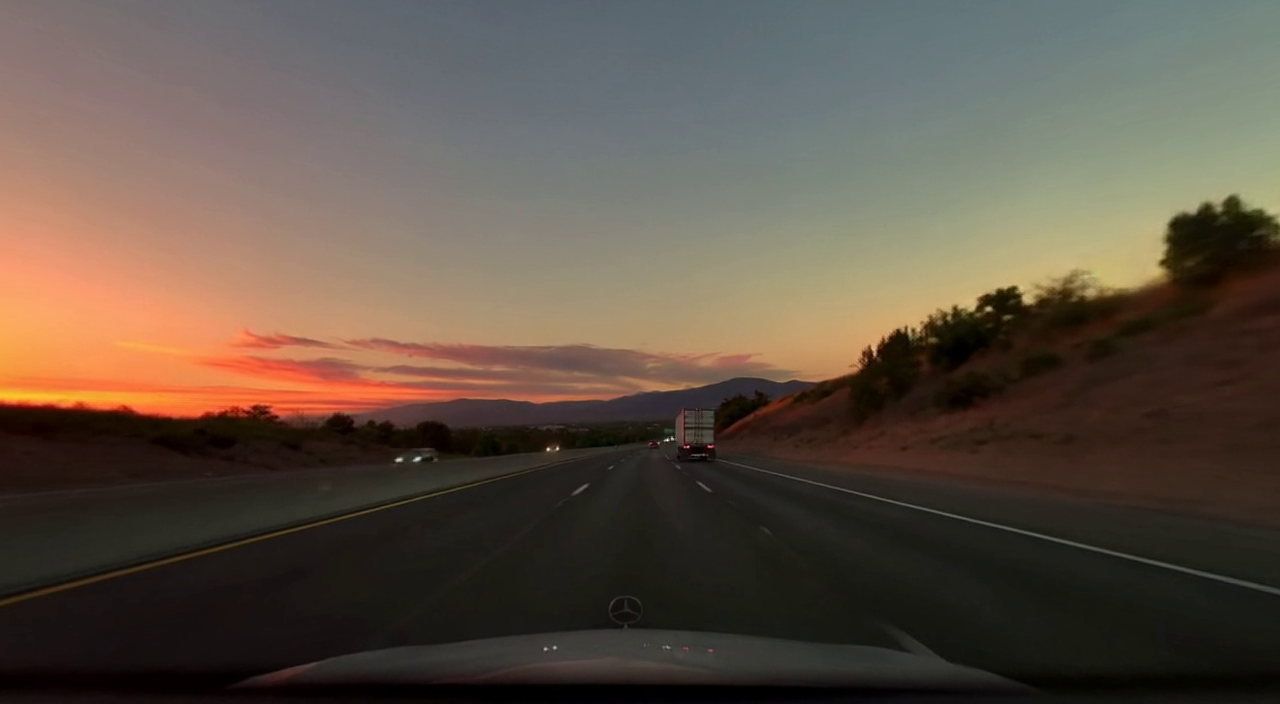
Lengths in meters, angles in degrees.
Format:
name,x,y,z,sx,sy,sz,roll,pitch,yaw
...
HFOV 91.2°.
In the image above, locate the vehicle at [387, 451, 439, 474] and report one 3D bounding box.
name,x,y,z,sx,sy,sz,roll,pitch,yaw
vehicle,-16.402,8.006,45.643,1.913,1.512,4.689,0,-9,2
